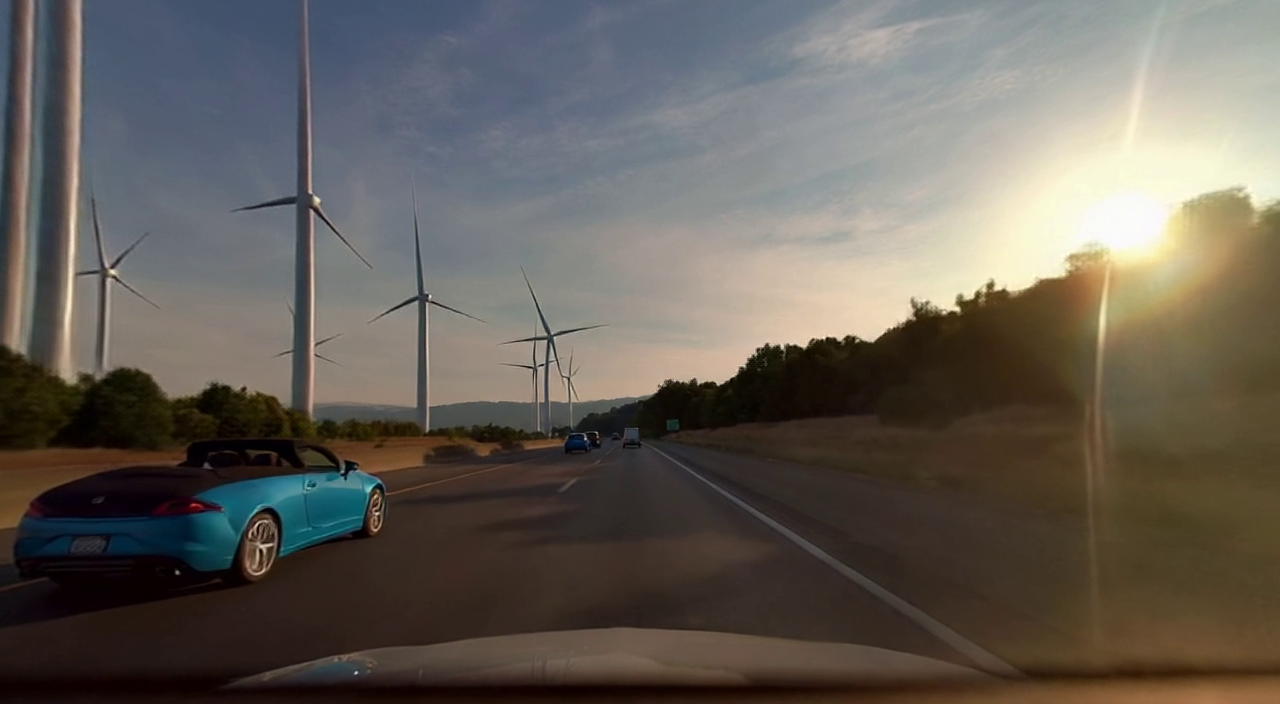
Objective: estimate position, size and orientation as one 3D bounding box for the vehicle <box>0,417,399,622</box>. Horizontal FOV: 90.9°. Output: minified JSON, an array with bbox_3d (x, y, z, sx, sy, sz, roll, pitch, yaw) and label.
[{"bbox_3d":[-4.286,1.451,6.526,1.969,1.413,4.194,0,-8,-1],"label":"vehicle"}]

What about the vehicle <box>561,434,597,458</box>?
[{"bbox_3d":[-3.887,6.047,40.758,2.024,1.456,3.754,0,-8,-1],"label":"vehicle"}]
